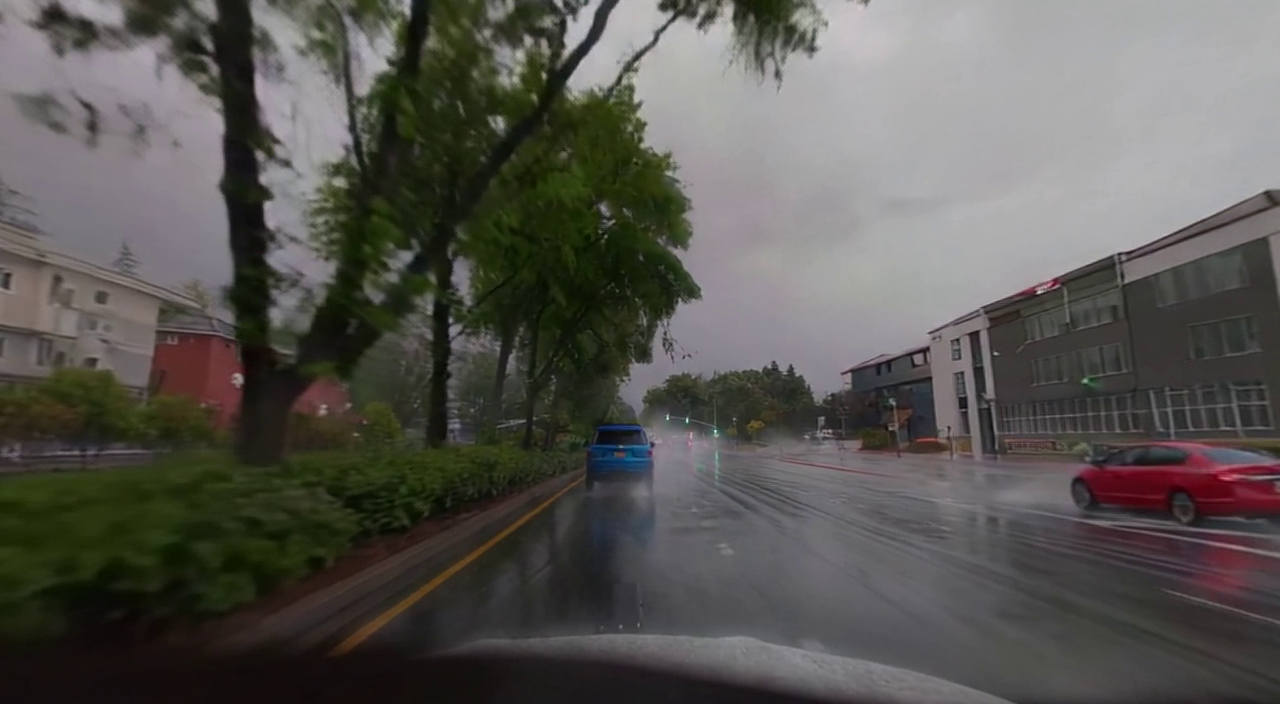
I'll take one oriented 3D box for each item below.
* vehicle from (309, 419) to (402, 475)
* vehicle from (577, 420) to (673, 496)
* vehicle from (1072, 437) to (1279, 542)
[{"bbox_3d":[-19.268,6.529,43.393,2.811,3.399,7.898,1,-9,-2],"label":"vehicle"},{"bbox_3d":[-0.412,2.846,17.222,2.277,1.816,4.192,0,-9,-1],"label":"vehicle"},{"bbox_3d":[9.698,2.265,11.095,2.002,1.456,4.631,-2,-9,15],"label":"vehicle"}]
